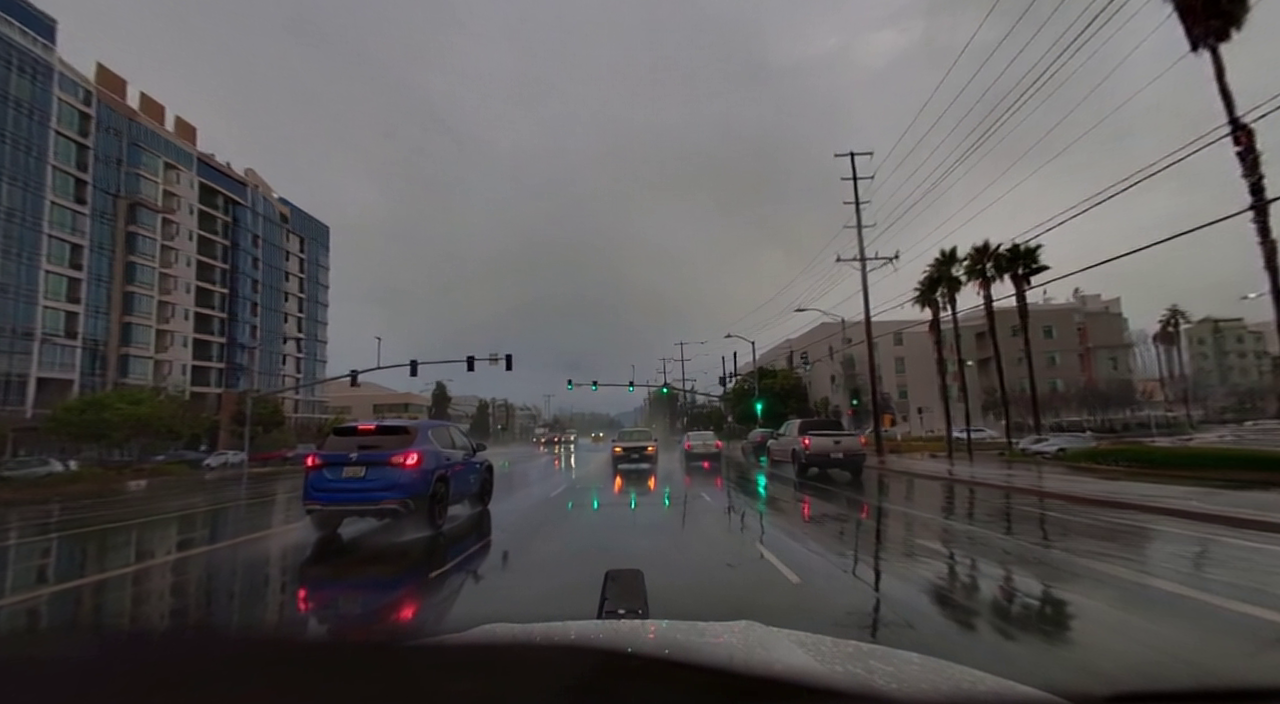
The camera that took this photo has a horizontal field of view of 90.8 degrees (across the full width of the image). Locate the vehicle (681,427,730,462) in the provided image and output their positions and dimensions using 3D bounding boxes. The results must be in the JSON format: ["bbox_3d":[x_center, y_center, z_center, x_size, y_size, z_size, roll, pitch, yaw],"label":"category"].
[{"bbox_3d":[3.220,4.673,31.871,1.975,1.598,4.025,0,-9,-1],"label":"vehicle"}]

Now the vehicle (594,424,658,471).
[{"bbox_3d":[-0.541,3.783,24.980,2.302,1.681,4.217,0,-9,-1],"label":"vehicle"}]

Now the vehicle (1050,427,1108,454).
[{"bbox_3d":[26.042,5.291,37.622,2.020,1.501,4.732,-4,-9,25],"label":"vehicle"}]

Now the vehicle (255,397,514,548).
[{"bbox_3d":[-3.465,1.756,9.740,2.136,1.779,4.417,0,-9,0],"label":"vehicle"}]

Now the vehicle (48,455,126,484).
[{"bbox_3d":[-31.303,6.613,35.922,1.879,1.448,4.729,4,-9,-24],"label":"vehicle"}]

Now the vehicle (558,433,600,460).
[{"bbox_3d":[-3.467,5.457,36.511,1.973,1.504,3.895,0,-9,0],"label":"vehicle"}]

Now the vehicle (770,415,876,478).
[{"bbox_3d":[6.424,3.419,22.904,2.130,1.979,5.310,0,-9,-1],"label":"vehicle"}]
